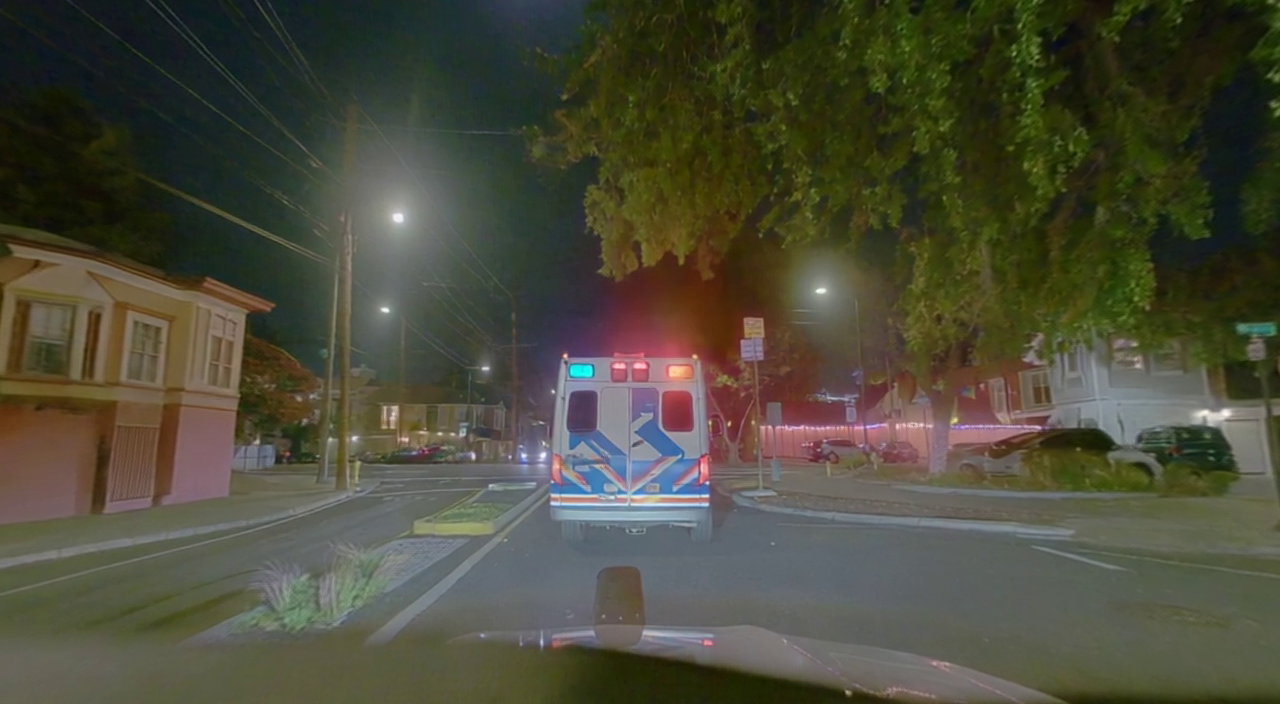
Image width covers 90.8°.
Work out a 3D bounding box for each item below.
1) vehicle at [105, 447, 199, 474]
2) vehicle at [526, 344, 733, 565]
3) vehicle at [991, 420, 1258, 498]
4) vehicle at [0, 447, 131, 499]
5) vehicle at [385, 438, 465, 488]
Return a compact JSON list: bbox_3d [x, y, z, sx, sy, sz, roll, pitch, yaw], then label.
[{"bbox_3d":[-33.302,7.388,43.247,4.616,1.738,1.974,3,-9,-21],"label":"vehicle"},{"bbox_3d":[-0.153,1.602,10.383,2.444,2.640,5.482,0,-8,0],"label":"vehicle"},{"bbox_3d":[13.125,2.950,17.596,5.270,1.966,2.329,-2,-8,11],"label":"vehicle"},{"bbox_3d":[-18.857,3.711,19.574,4.412,1.468,1.914,0,-8,-2],"label":"vehicle"},{"bbox_3d":[-8.695,4.363,25.267,2.290,1.776,4.947,4,-9,-26],"label":"vehicle"}]
